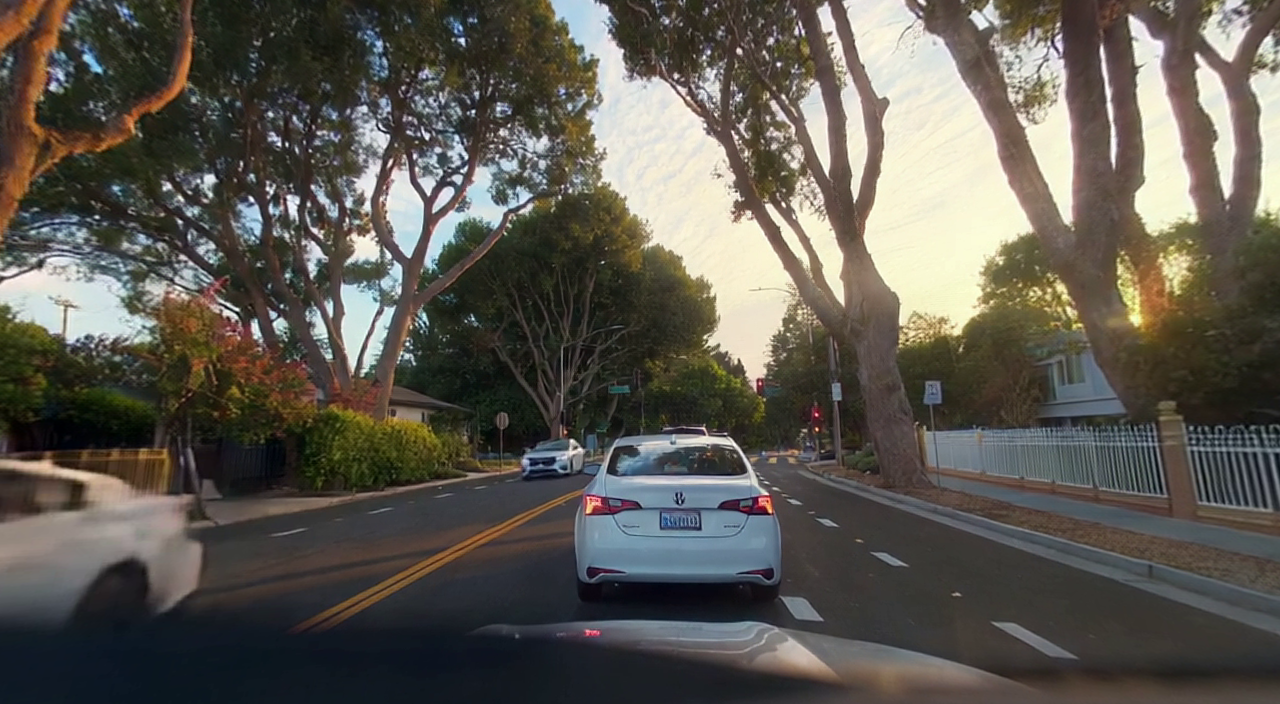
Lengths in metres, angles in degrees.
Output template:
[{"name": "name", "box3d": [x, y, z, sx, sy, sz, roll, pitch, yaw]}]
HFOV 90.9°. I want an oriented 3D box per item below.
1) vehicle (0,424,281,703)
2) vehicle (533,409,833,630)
[{"name": "vehicle", "box3d": [-4.157, 1.097, 3.077, 2.060, 1.479, 4.462, 0, -8, 2]}, {"name": "vehicle", "box3d": [0.334, 1.445, 6.403, 2.070, 1.516, 3.936, 0, -8, 1]}]
